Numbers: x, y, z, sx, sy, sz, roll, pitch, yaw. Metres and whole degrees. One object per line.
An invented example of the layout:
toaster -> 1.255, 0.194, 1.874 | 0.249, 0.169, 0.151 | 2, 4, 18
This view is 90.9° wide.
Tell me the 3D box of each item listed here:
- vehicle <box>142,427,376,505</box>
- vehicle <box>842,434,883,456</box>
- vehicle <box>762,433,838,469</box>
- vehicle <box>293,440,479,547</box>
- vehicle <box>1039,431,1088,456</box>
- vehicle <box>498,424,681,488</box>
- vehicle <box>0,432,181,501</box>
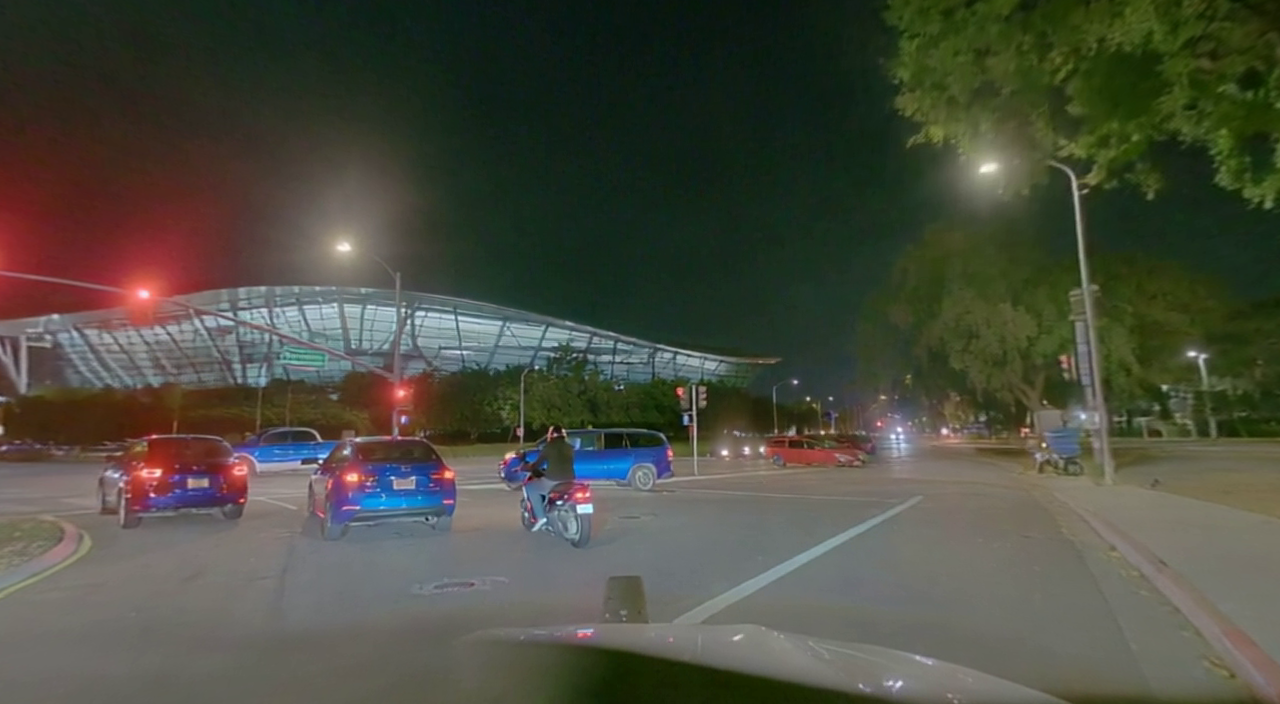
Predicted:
vehicle -> -9.330, 2.812, 15.755 | 4.583, 1.755, 1.936 | -1, -8, 2
vehicle -> 16.356, 6.836, 46.320 | 2.024, 1.543, 4.028 | -5, -9, 30
vehicle -> 8.100, 4.912, 31.621 | 2.084, 1.656, 4.583 | -6, -10, 35
vehicle -> -4.595, 2.288, 11.034 | 2.009, 1.450, 4.182 | 5, -10, -35
vehicle -> 26.266, 5.681, 39.251 | 1.872, 1.467, 4.385 | -4, -9, 26
vehicle -> -1.700, 3.545, 21.879 | 5.833, 1.960, 2.341 | 4, -9, -27
vehicle -> -15.599, 3.129, 17.465 | 4.380, 1.727, 2.052 | -2, -8, 10
